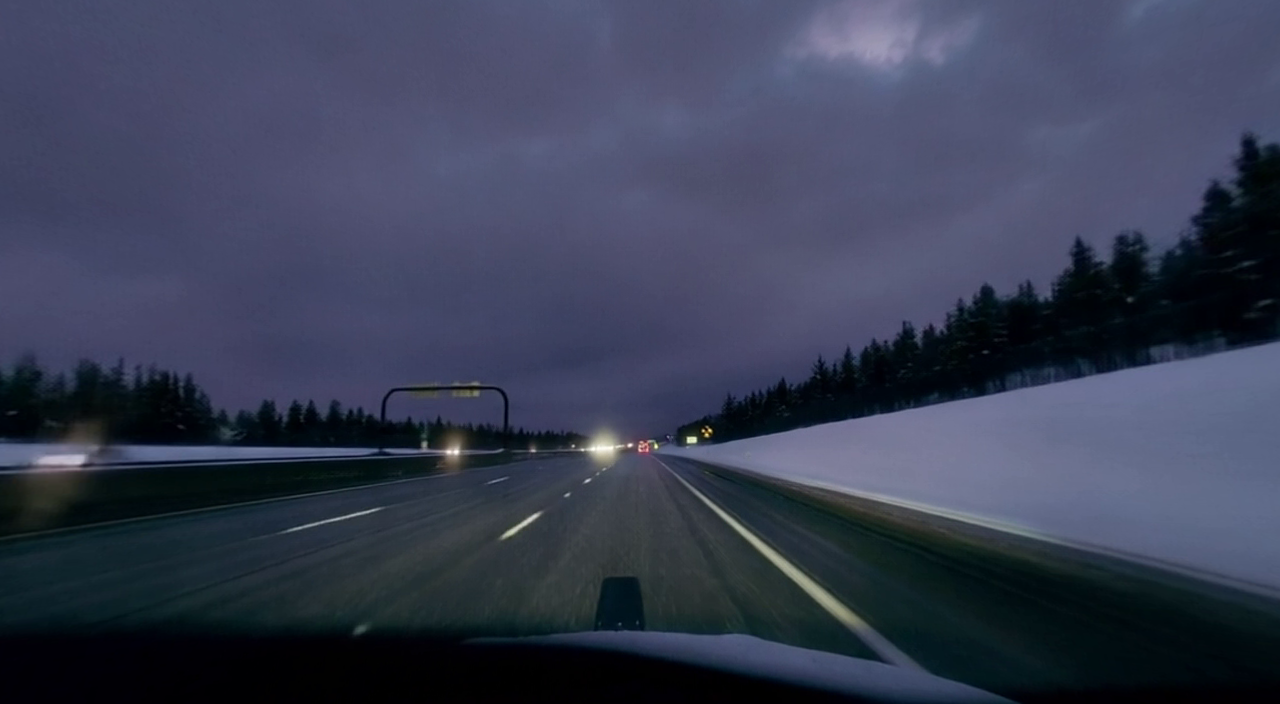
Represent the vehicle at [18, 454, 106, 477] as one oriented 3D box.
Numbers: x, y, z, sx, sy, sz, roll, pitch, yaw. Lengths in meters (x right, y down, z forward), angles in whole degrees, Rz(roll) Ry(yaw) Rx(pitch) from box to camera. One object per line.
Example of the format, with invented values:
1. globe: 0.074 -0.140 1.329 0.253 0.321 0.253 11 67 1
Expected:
1. vehicle: -39.849 7.811 43.535 1.882 1.462 4.335 0 -9 1
